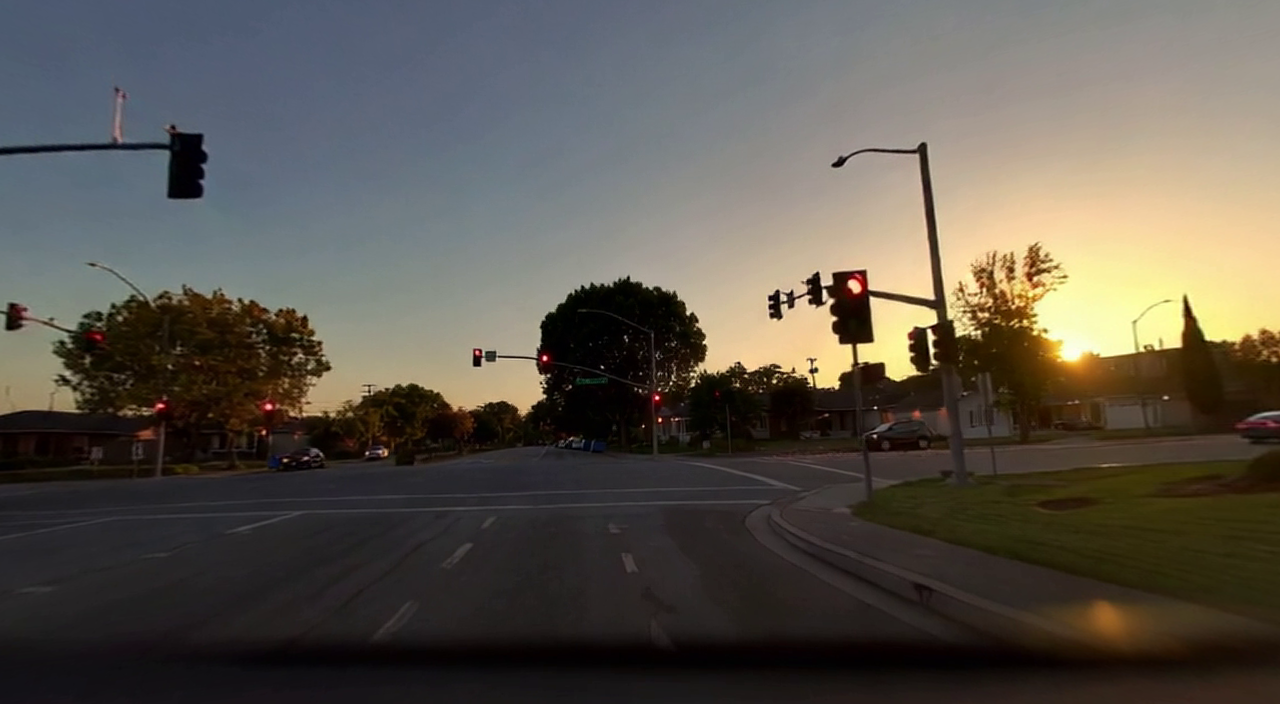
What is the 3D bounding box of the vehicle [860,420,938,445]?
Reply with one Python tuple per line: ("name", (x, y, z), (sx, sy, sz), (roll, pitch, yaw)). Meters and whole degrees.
("vehicle", (18.415, 5.727, 44.937), (4.681, 1.712, 1.976), (0, -8, -4))
